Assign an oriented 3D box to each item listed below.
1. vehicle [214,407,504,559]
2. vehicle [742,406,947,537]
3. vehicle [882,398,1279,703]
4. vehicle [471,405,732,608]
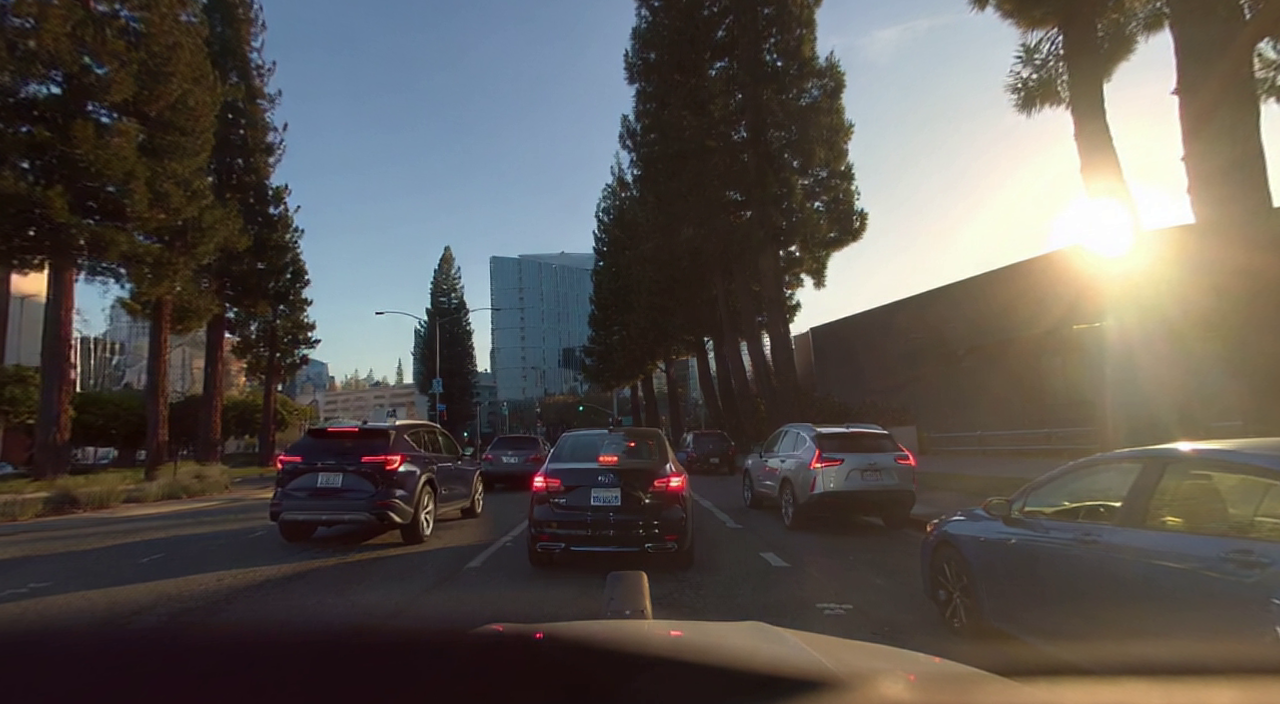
[{"bbox_3d":[-3.750,1.858,9.698,2.141,1.718,4.809,0,-8,1],"label":"vehicle"},{"bbox_3d":[3.346,2.078,11.542,2.117,1.879,4.715,0,-8,-1],"label":"vehicle"},{"bbox_3d":[3.250,1.081,3.430,2.045,1.459,4.462,0,-8,-1],"label":"vehicle"},{"bbox_3d":[-0.358,1.586,7.422,2.114,1.631,4.459,0,-8,-1],"label":"vehicle"}]
